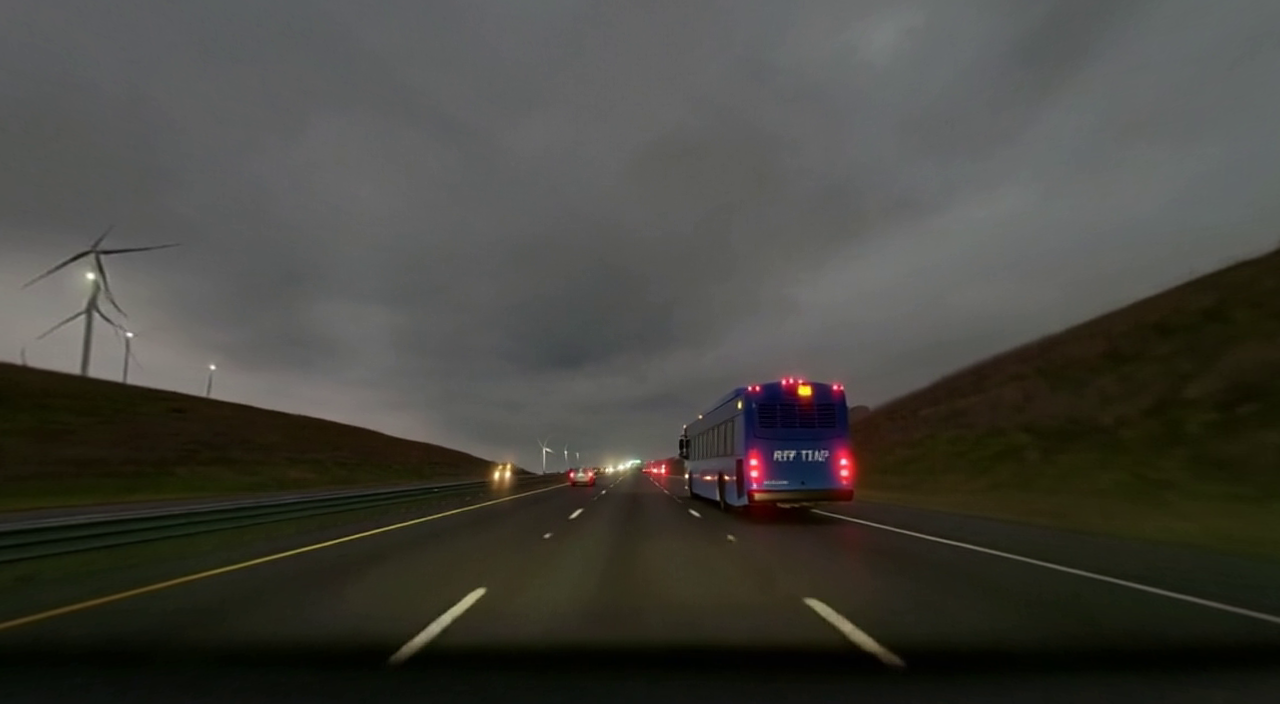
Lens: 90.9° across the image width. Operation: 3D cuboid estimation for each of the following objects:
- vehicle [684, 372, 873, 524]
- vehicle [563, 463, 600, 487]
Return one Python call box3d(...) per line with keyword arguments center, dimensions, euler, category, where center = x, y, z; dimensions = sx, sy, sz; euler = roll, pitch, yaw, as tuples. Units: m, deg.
box3d(center=(3.785, 3.591, 22.256), dimensions=(2.941, 3.574, 14.463), euler=(1, -10, -2), category="vehicle")
box3d(center=(-4.035, 8.633, 44.251), dimensions=(2.213, 1.568, 4.274), euler=(1, -10, -1), category="vehicle")
